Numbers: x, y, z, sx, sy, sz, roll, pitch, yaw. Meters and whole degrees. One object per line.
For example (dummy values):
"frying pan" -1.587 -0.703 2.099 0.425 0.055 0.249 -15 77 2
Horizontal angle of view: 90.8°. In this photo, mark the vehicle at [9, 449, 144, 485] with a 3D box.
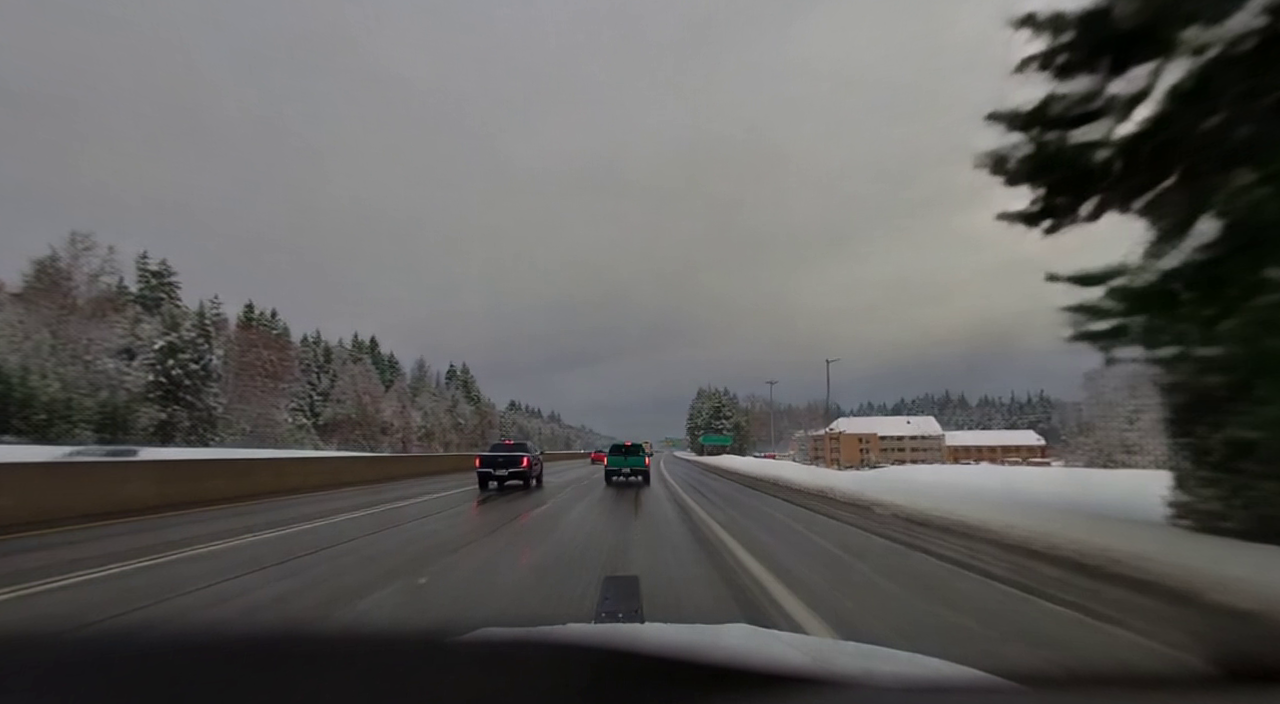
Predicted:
"vehicle" -24.872 5.061 28.161 1.883 1.458 4.499 0 -8 0

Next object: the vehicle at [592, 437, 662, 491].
"vehicle" -0.368 4.011 23.027 2.293 1.753 4.380 0 -8 1

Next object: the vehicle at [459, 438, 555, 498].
"vehicle" -4.211 3.752 20.984 2.038 1.704 5.181 0 -8 0

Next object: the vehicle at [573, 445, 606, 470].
"vehicle" -3.837 8.038 48.313 1.991 1.776 4.333 0 -8 2

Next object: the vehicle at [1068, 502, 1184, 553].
"vehicle" 21.689 7.823 28.487 1.956 1.594 4.425 -1 -8 5
